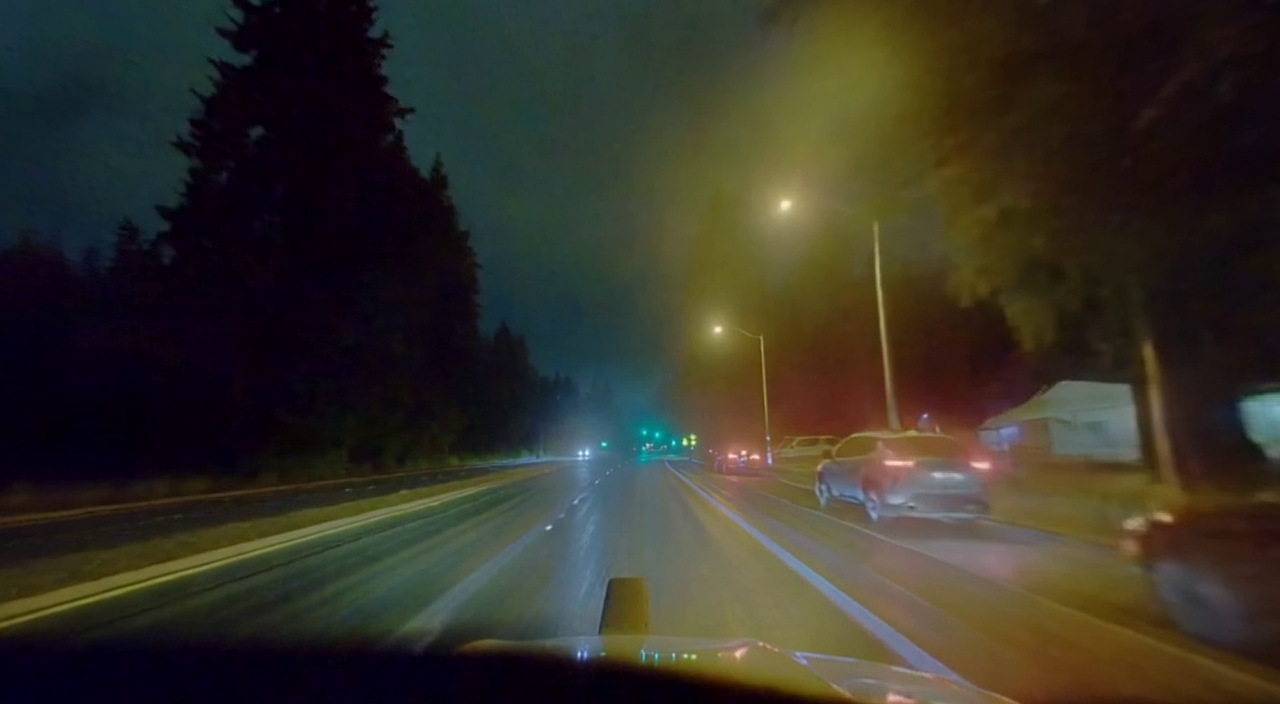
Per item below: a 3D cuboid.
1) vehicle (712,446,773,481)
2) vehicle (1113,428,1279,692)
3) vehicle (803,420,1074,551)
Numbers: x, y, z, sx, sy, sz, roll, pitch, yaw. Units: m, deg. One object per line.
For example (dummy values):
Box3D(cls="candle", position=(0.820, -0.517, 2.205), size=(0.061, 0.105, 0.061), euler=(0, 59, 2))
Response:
Box3D(cls="vehicle", position=(4.779, 5.287, 30.217), size=(2.184, 1.496, 4.615), euler=(0, -9, 0))
Box3D(cls="vehicle", position=(4.657, 1.035, 2.512), size=(1.920, 1.514, 4.746), euler=(0, -9, 1))
Box3D(cls="vehicle", position=(4.625, 2.152, 10.886), size=(2.205, 1.728, 4.855), euler=(0, -9, -1))
